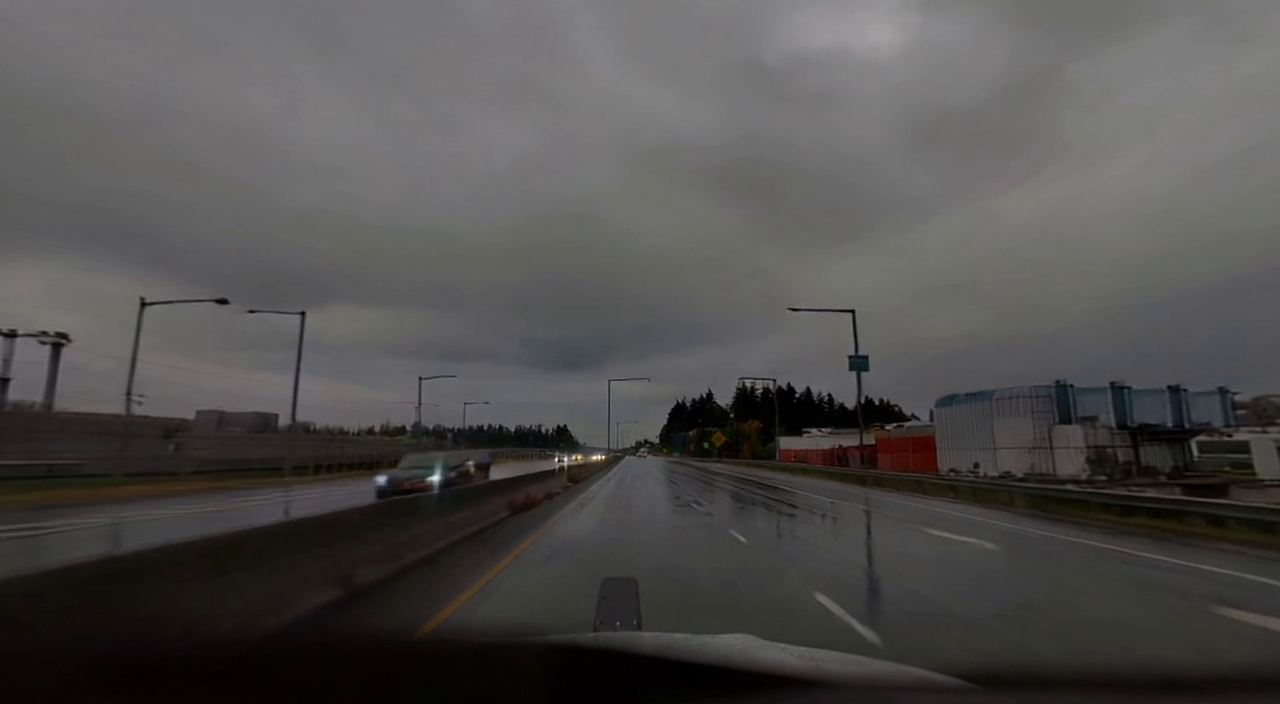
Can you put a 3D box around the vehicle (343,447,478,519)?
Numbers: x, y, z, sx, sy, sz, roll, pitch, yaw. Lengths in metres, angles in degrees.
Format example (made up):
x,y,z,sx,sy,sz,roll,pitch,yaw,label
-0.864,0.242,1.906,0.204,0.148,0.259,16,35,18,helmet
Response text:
x,y,z,sx,sy,sz,roll,pitch,yaw,label
-5.780,3.315,16.436,1.918,1.590,4.225,-1,-9,0,vehicle
